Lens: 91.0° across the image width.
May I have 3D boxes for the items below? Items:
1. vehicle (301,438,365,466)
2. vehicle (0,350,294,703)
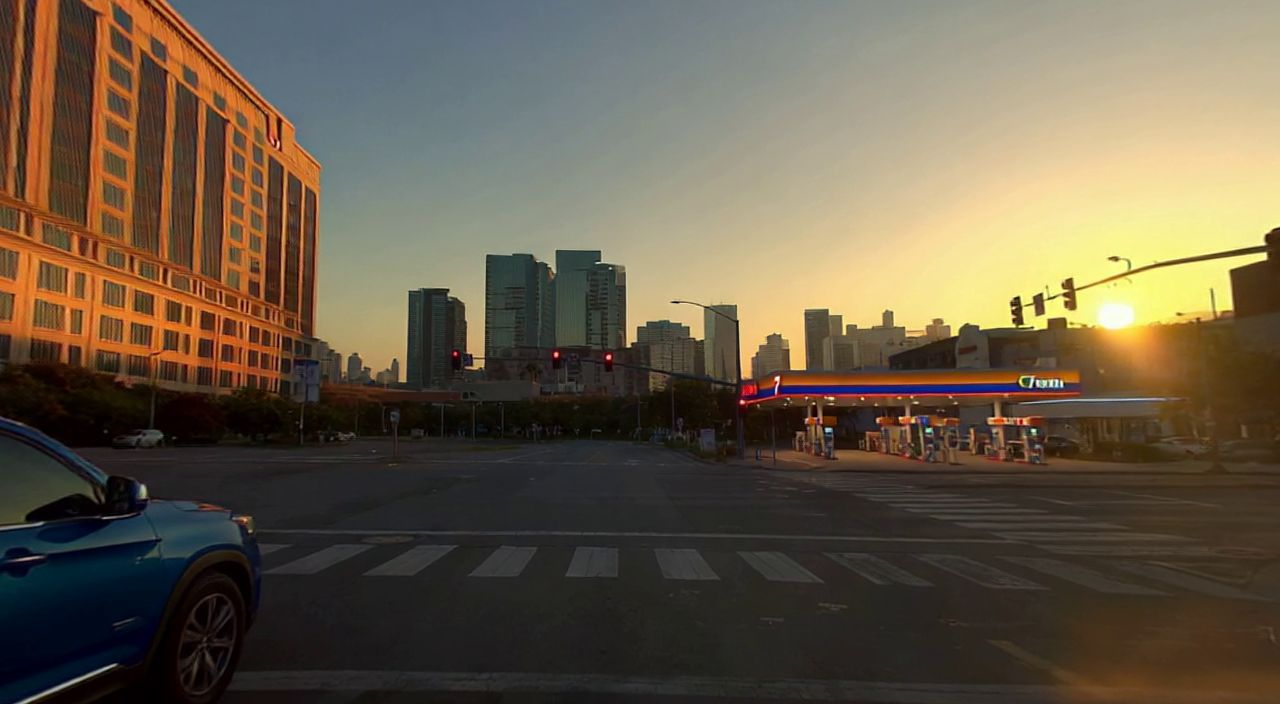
[{"bbox_3d":[-20.449,6.684,42.159,2.004,1.699,4.486,0,-9,1],"label":"vehicle"},{"bbox_3d":[-3.418,0.802,2.043,2.053,1.690,4.364,0,-9,0],"label":"vehicle"}]
